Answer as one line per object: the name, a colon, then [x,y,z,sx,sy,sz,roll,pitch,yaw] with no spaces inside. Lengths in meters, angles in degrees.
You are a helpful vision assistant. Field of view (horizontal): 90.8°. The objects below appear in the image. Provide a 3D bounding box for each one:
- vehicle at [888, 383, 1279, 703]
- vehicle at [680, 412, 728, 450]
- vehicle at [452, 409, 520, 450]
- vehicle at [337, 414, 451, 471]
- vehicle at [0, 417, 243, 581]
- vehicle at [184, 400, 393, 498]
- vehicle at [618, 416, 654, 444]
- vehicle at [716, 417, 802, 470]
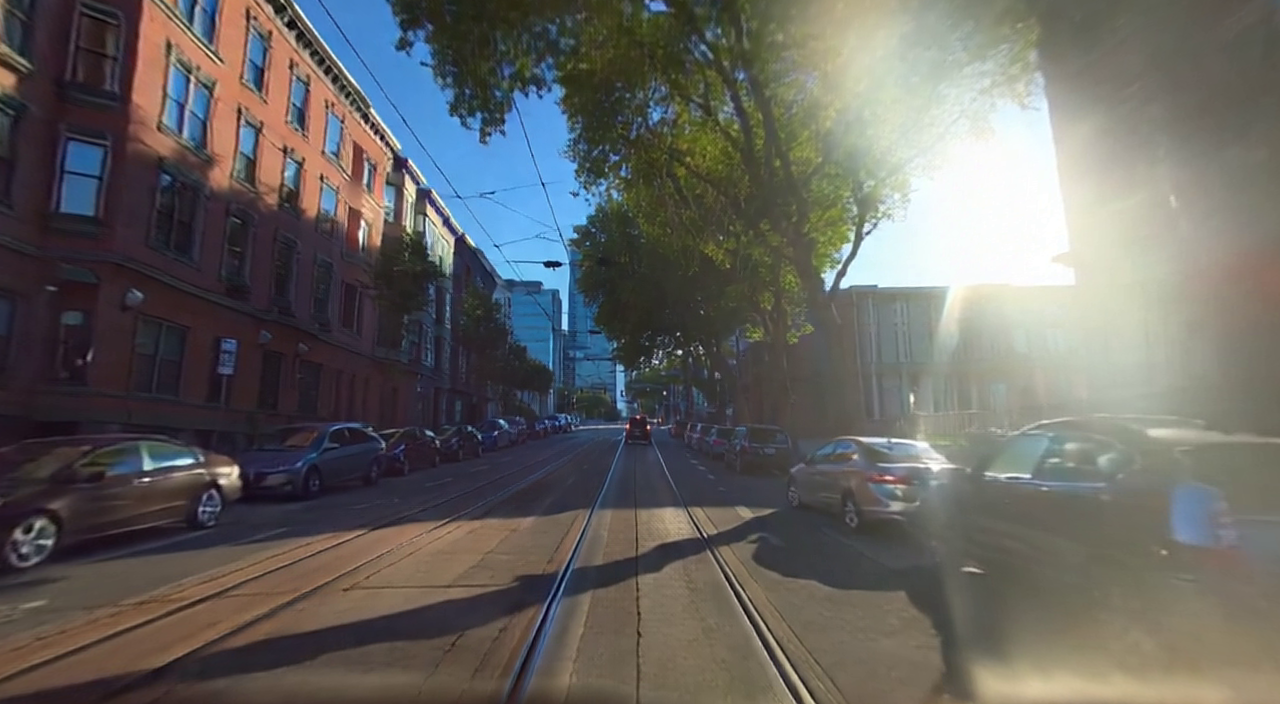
vehicle: [3.920,1.323,5.309,1.929,1.723,4.134,0,-8,-1]
vehicle: [3.703,4.640,37.895,2.242,2.000,6.340,1,-5,0]
vehicle: [-7.331,3.815,30.606,2.049,1.821,5.066,0,-8,0]
vehicle: [-7.356,2.852,19.435,1.756,1.492,4.426,2,-10,-1]
vehicle: [-7.327,1.682,8.241,1.779,1.588,3.953,2,-7,-2]
vehicle: [-7.391,2.142,13.981,1.861,1.751,4.550,1,-9,2]
vehicle: [-0.217,4.561,36.637,1.984,1.571,3.404,0,-8,-1]
vehicle: [3.805,3.053,21.019,1.890,1.559,4.281,0,-8,-2]
